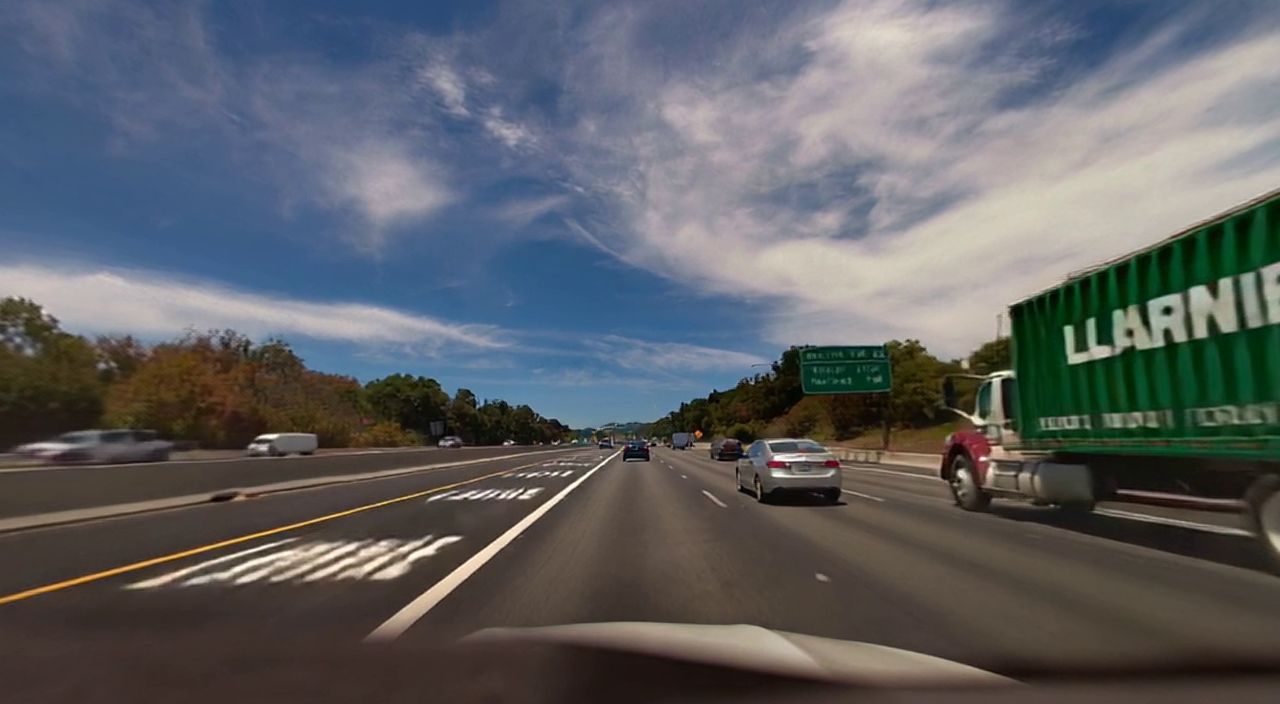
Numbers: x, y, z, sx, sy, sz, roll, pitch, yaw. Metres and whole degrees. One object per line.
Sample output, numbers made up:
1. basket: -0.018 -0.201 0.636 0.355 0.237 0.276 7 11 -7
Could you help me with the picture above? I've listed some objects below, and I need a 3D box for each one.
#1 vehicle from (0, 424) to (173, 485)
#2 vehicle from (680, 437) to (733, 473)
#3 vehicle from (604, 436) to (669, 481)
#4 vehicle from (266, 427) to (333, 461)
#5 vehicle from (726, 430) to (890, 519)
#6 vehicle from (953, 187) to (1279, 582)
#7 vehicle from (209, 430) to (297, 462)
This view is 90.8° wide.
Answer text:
1. vehicle: -17.690 3.215 20.110 2.149 1.701 4.541 0 -8 -1
2. vehicle: 2.936 4.656 28.758 1.856 1.517 4.198 0 -8 -2
3. vehicle: -0.143 3.786 22.707 2.098 1.475 3.997 0 -8 -1
4. vehicle: -26.162 7.117 48.776 2.546 2.417 4.759 0 -8 -1
5. vehicle: 3.216 2.466 13.301 1.993 1.504 4.781 0 -8 -2
6. vehicle: 7.360 0.520 7.354 2.799 3.655 8.627 0 -9 -1
7. vehicle: -25.978 6.376 42.755 2.324 2.010 5.937 0 -8 -1
